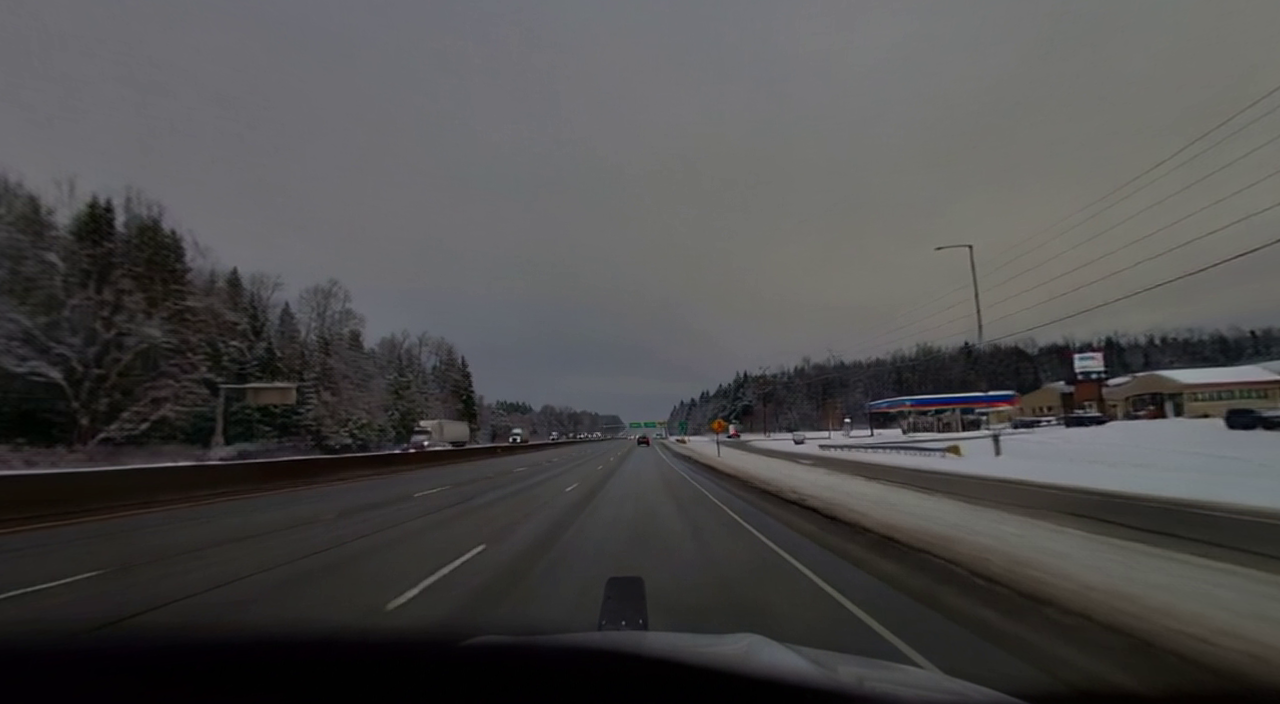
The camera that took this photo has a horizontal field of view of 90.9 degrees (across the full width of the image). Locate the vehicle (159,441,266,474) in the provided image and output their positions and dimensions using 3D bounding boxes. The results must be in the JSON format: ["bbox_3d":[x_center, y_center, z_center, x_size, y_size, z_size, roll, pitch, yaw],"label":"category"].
[{"bbox_3d":[-20.249,5.011,30.161,2.106,1.461,4.359,0,-8,-1],"label":"vehicle"}]
